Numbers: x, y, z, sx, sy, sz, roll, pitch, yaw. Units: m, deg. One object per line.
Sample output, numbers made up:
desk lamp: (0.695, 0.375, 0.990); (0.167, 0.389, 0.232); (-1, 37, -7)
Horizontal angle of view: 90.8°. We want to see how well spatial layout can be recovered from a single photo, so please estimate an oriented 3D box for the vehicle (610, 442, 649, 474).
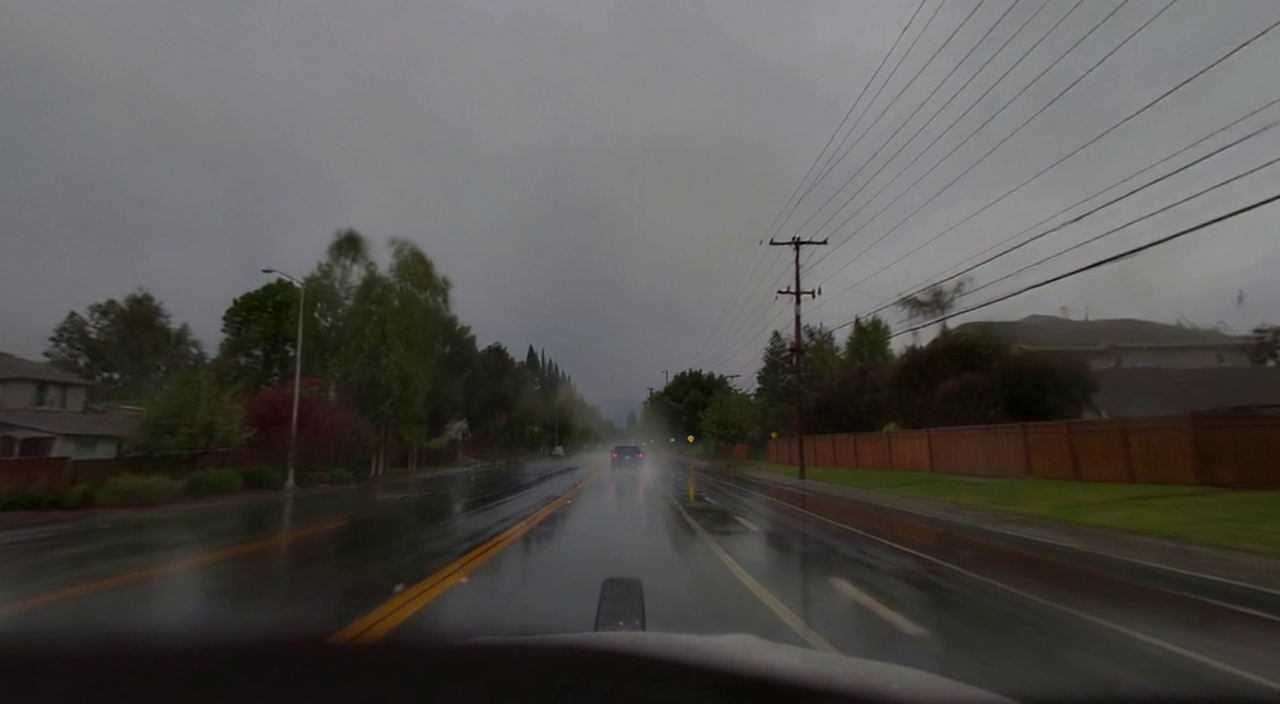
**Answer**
vehicle: (-0.581, 6.077, 36.393); (2.139, 1.699, 3.916); (0, -9, -1)
